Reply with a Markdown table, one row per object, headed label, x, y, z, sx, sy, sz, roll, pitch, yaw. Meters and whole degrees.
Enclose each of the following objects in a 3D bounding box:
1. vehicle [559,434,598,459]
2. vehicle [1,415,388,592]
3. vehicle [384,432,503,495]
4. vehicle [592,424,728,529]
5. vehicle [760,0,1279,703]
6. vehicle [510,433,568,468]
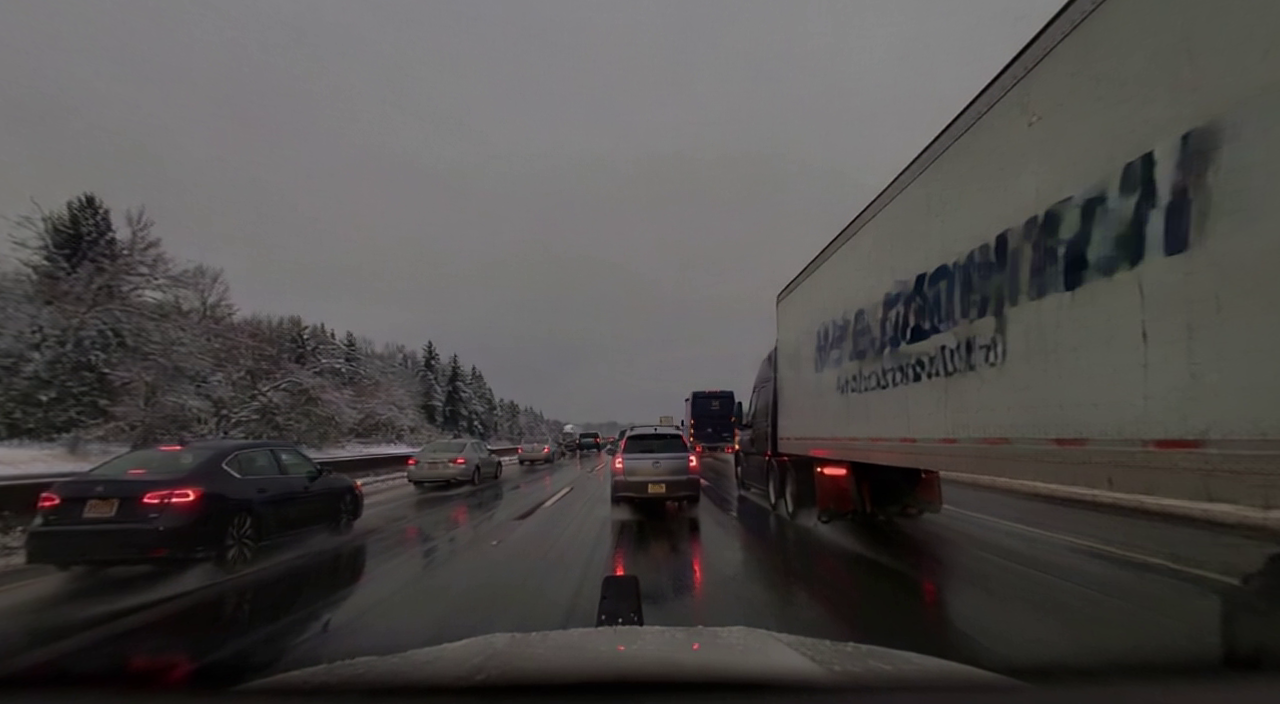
| label | x | y | z | sx | sy | sz | roll | pitch | yaw |
| --- | --- | --- | --- | --- | --- | --- | --- | --- | --- |
| vehicle | -3.956 | 6.142 | 41.192 | 2.005 | 1.475 | 4.466 | 0 | -8 | 1 |
| vehicle | -4.607 | 1.564 | 7.355 | 1.821 | 1.514 | 3.677 | 0 | -8 | -1 |
| vehicle | -5.072 | 2.898 | 16.875 | 1.880 | 1.458 | 3.978 | 0 | -8 | 0 |
| vehicle | 0.284 | 2.044 | 10.973 | 1.973 | 1.505 | 3.568 | 0 | -8 | 0 |
| vehicle | 3.974 | 0.100 | 5.828 | 2.817 | 3.989 | 14.321 | 0 | -8 | -1 |
| vehicle | -4.624 | 4.545 | 29.394 | 1.887 | 1.493 | 4.411 | 0 | -8 | 1 |
